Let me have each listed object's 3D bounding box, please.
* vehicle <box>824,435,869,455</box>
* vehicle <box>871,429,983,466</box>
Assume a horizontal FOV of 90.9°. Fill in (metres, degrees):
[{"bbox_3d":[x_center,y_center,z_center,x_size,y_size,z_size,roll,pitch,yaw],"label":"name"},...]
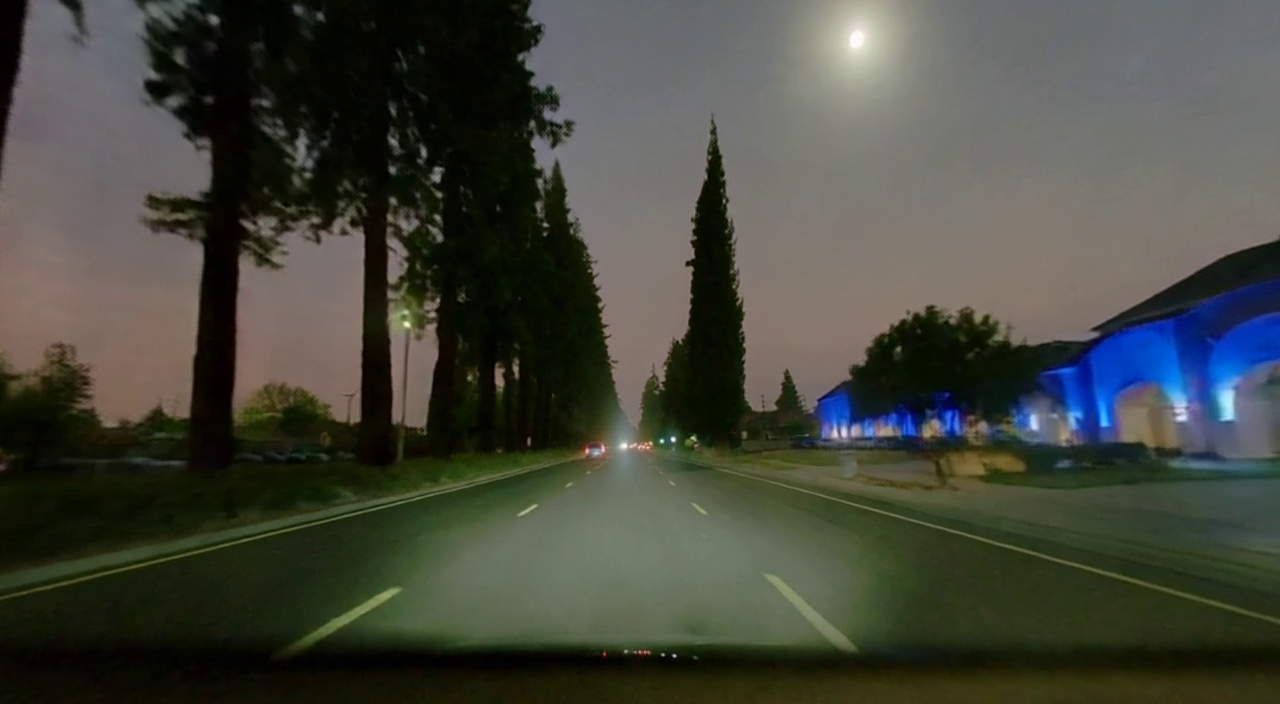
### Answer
[{"bbox_3d":[16.050,7.298,49.295,1.968,1.511,4.497,0,-9,0],"label":"vehicle"},{"bbox_3d":[12.450,4.144,27.285,4.630,1.461,1.817,4,-9,-26],"label":"vehicle"}]
